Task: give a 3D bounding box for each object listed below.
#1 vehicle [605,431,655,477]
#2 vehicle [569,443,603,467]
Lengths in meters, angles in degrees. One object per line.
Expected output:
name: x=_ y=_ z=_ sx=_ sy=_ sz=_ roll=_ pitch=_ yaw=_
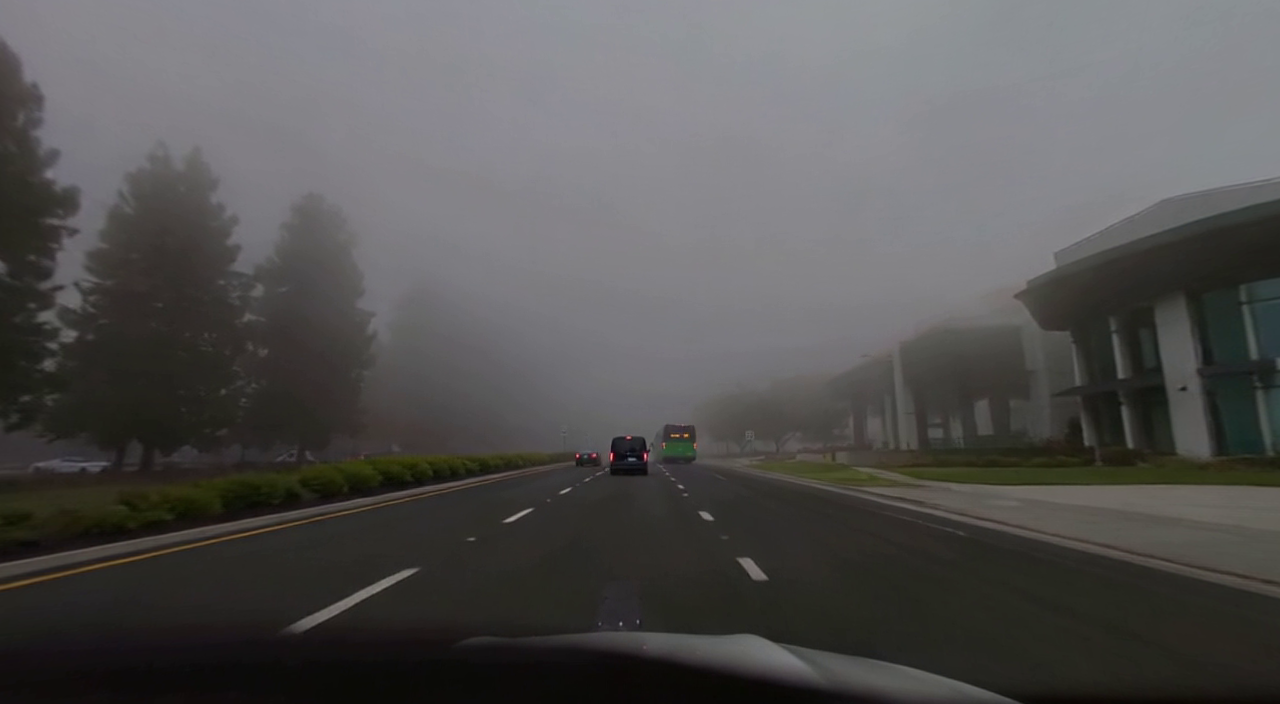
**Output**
vehicle: x=-0.427 y=5.121 z=31.989 sx=2.336 sy=2.122 sz=5.207 roll=0 pitch=-9 yaw=1
vehicle: x=-4.035 y=7.763 z=47.768 sx=2.109 sy=1.672 sz=4.256 roll=0 pitch=-9 yaw=1
